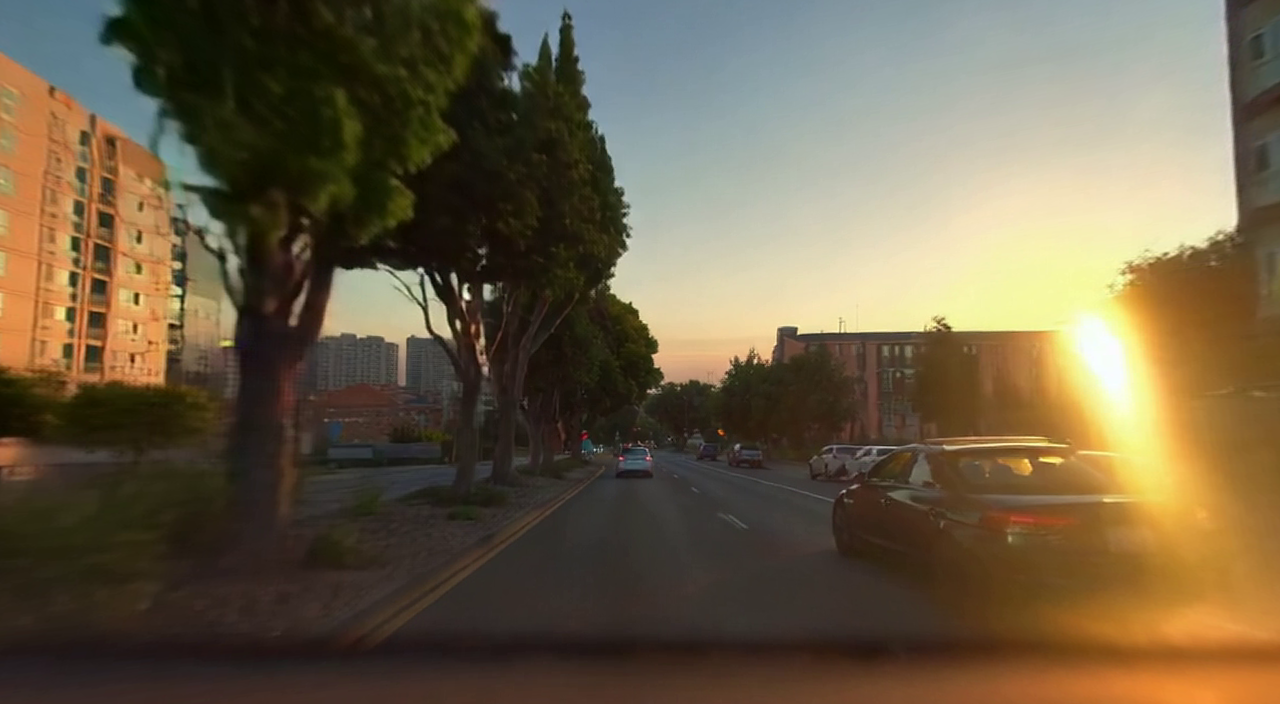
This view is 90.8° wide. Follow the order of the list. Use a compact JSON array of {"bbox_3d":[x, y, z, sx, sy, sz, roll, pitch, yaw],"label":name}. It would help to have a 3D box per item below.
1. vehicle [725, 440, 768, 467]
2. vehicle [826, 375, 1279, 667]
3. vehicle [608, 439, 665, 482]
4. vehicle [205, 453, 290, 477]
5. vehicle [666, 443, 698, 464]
[{"bbox_3d":[7.336,7.027,43.828,2.115,1.739,4.528,0,-9,-1],"label":"vehicle"},{"bbox_3d":[3.372,1.305,5.860,1.949,1.723,4.020,0,-9,-1],"label":"vehicle"},{"bbox_3d":[-0.124,4.127,24.188,2.006,1.487,3.535,-1,-9,0],"label":"vehicle"},{"bbox_3d":[-27.927,8.052,45.082,4.732,1.497,2.077,-2,-9,3],"label":"vehicle"},{"bbox_3d":[3.053,7.445,46.518,1.910,1.474,4.003,0,-9,-2],"label":"vehicle"}]
